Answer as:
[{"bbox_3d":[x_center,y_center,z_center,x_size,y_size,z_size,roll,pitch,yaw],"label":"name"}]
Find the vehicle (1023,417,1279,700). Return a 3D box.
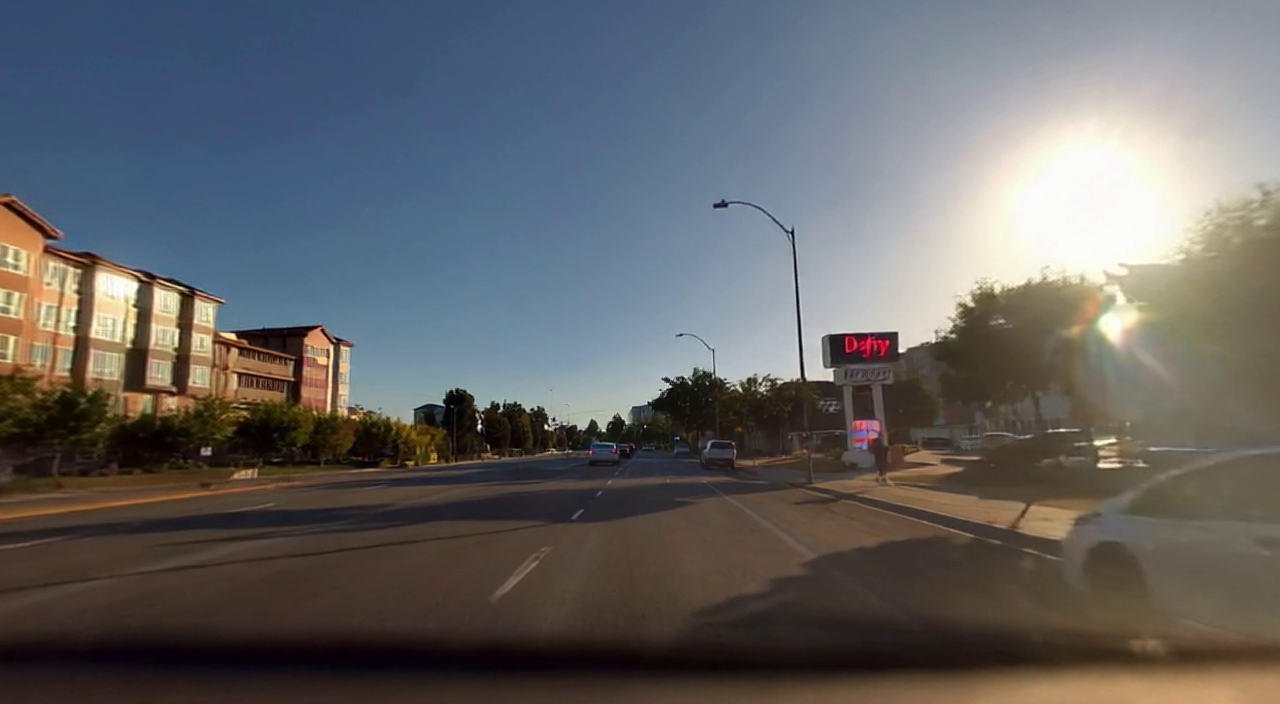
[{"bbox_3d":[4.431,1.099,3.338,2.025,1.500,4.465,0,-8,1],"label":"vehicle"}]

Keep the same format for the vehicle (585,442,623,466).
[{"bbox_3d":[-2.350,6.855,42.477,2.176,1.543,4.335,0,-8,1],"label":"vehicle"}]

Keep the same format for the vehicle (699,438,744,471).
[{"bbox_3d":[4.676,5.965,36.886,2.067,1.755,4.616,0,-8,1],"label":"vehicle"}]
